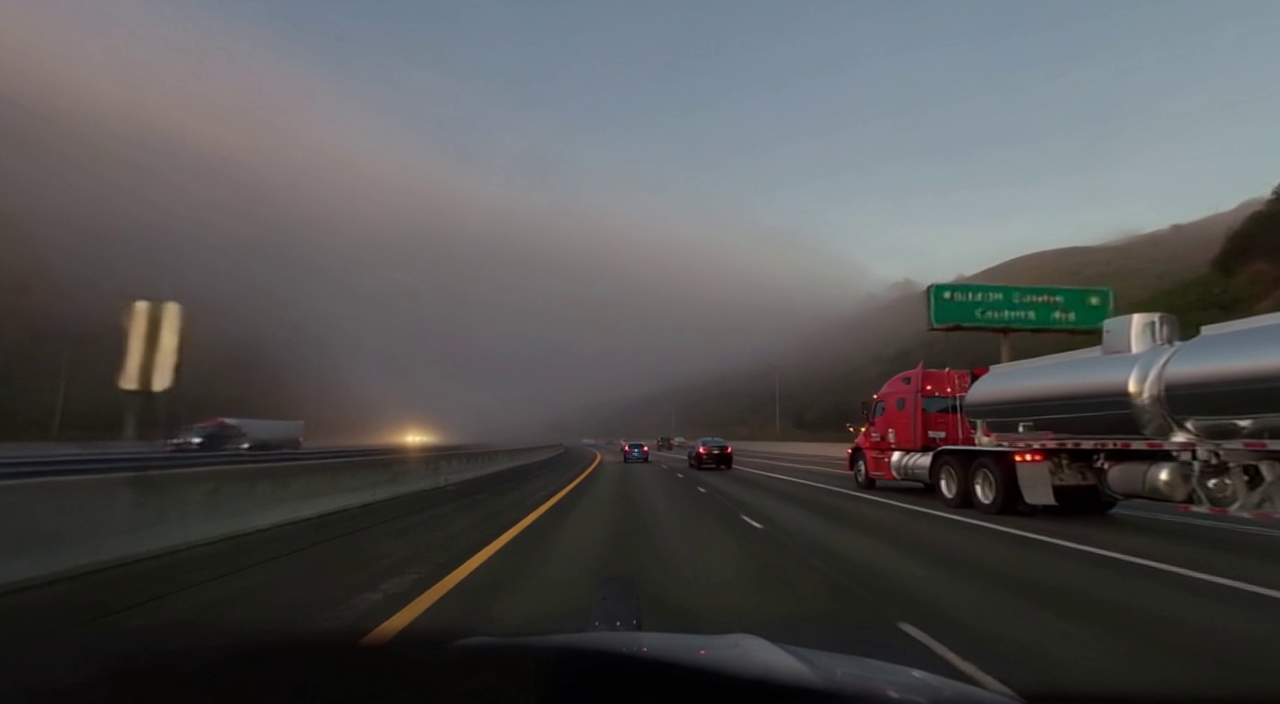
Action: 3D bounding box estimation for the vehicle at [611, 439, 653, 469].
[{"bbox_3d":[-0.483,5.368,33.512,2.083,1.477,3.965,0,-9,-3],"label":"vehicle"}]

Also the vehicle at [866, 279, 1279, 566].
[{"bbox_3d":[7.399,1.400,11.362,2.880,2.975,9.608,0,-9,-2],"label":"vehicle"}]

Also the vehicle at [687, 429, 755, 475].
[{"bbox_3d":[3.359,4.270,27.165,2.098,1.794,4.561,0,-9,-3],"label":"vehicle"}]
